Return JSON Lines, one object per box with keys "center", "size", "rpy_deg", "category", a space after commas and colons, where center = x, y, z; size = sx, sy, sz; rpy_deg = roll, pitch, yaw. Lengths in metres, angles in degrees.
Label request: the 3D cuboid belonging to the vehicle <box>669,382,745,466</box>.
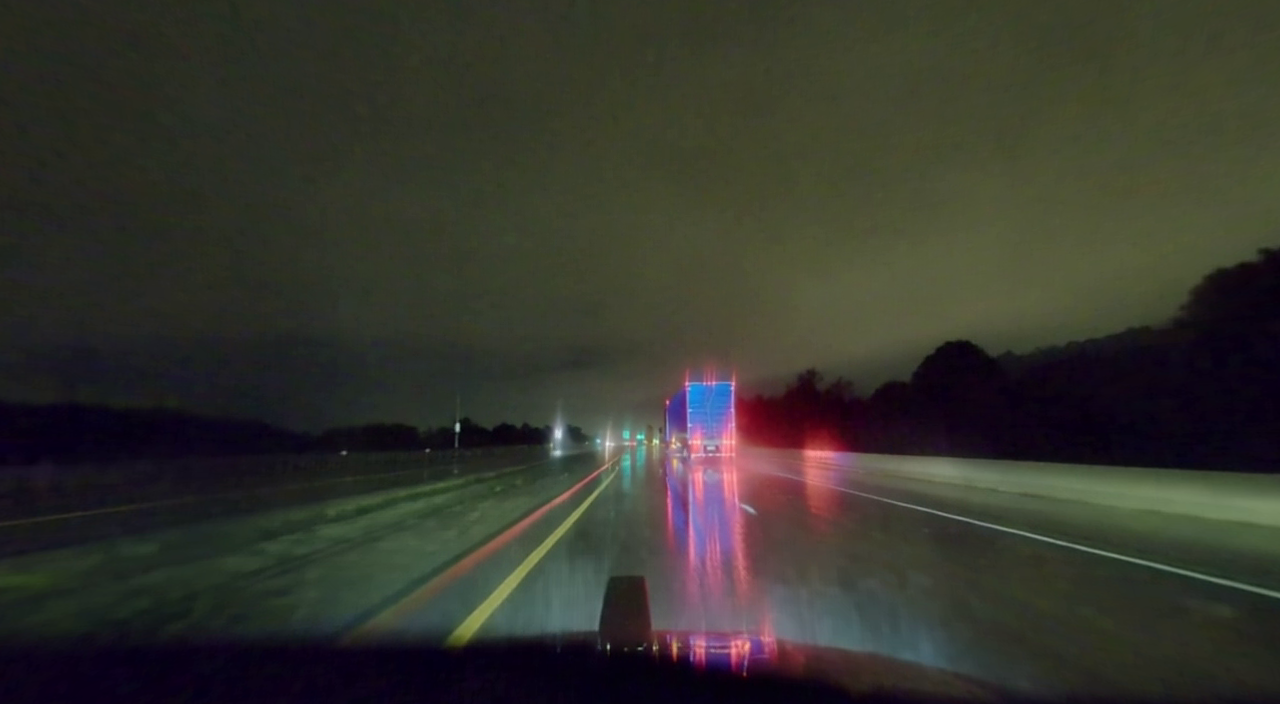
{"center": [3.977, 4.919, 41.319], "size": [3.615, 4.578, 13.539], "rpy_deg": [0, -8, 1], "category": "vehicle"}
